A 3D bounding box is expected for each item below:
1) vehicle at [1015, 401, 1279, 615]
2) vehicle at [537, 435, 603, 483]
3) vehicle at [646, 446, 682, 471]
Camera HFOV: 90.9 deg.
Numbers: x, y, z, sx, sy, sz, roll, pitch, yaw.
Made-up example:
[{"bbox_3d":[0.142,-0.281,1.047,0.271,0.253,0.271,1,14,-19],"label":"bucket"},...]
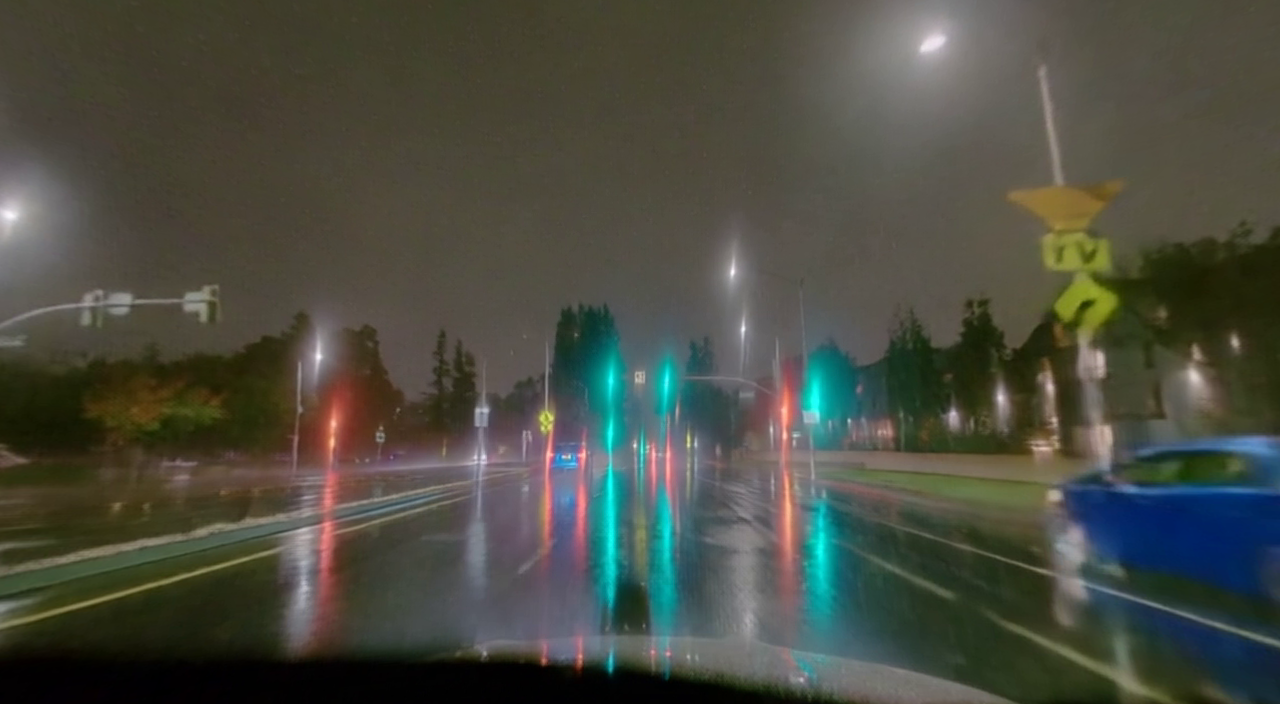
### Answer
[{"bbox_3d":[6.102,1.373,5.902,2.038,1.687,4.985,0,-9,-1],"label":"vehicle"},{"bbox_3d":[-2.830,4.427,26.375,2.150,1.812,4.423,0,-8,1],"label":"vehicle"},{"bbox_3d":[1.505,6.889,40.997,2.075,1.480,3.920,0,-9,-1],"label":"vehicle"}]
